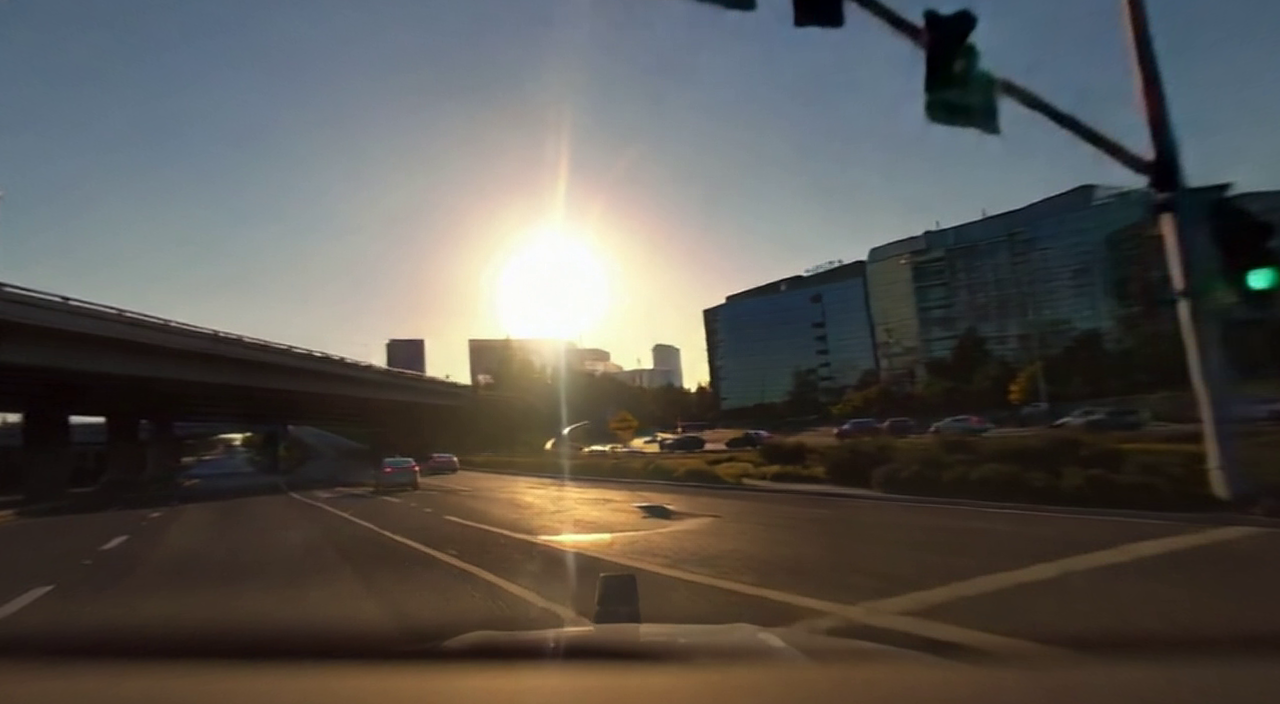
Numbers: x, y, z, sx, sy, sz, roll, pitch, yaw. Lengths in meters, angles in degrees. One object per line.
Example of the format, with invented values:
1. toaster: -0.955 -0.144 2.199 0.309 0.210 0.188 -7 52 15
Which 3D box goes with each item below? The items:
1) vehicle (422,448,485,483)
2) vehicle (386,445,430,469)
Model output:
1. vehicle: -9.104 5.453 30.643 2.048 1.516 3.874 4 -10 -29
2. vehicle: -16.302 7.339 44.232 2.007 1.605 3.852 5 -10 -32
